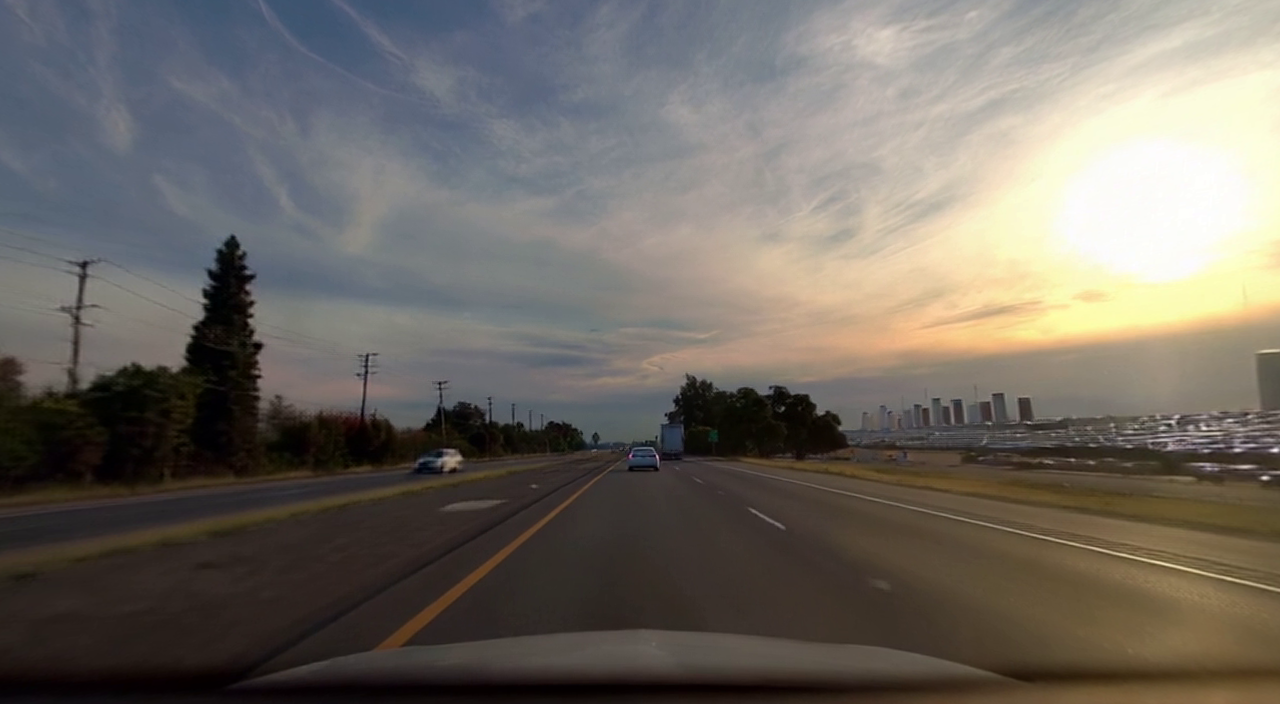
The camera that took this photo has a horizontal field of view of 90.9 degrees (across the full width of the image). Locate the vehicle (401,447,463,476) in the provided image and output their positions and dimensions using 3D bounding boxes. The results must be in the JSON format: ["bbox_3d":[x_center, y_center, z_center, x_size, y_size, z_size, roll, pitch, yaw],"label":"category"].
[{"bbox_3d":[-12.164,6.427,37.192,2.025,1.546,4.765,0,-9,0],"label":"vehicle"}]

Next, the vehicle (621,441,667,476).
[{"bbox_3d":[0.185,5.069,30.218,2.045,1.527,4.023,0,-9,0],"label":"vehicle"}]
